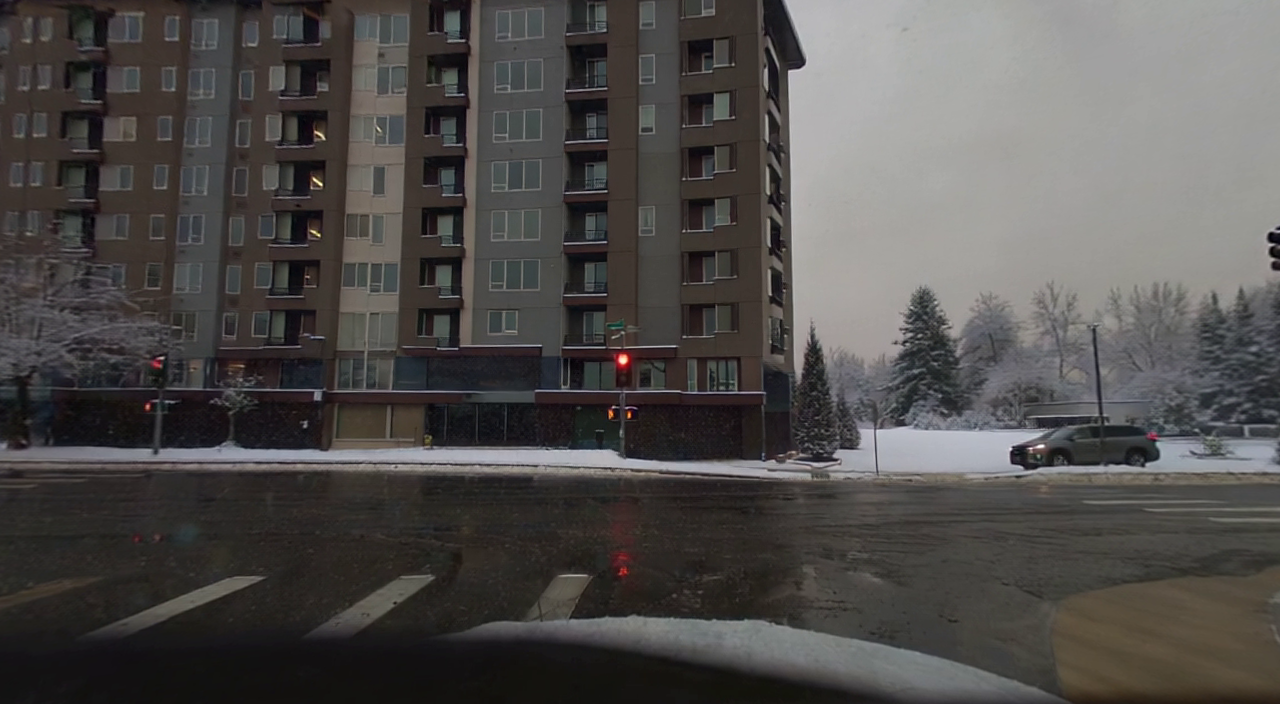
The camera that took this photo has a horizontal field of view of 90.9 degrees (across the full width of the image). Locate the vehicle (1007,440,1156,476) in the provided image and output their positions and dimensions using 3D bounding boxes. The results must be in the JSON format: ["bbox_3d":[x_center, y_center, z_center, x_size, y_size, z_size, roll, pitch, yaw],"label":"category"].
[{"bbox_3d":[18.580,4.463,26.687,4.823,1.458,1.914,0,-9,-1],"label":"vehicle"}]
